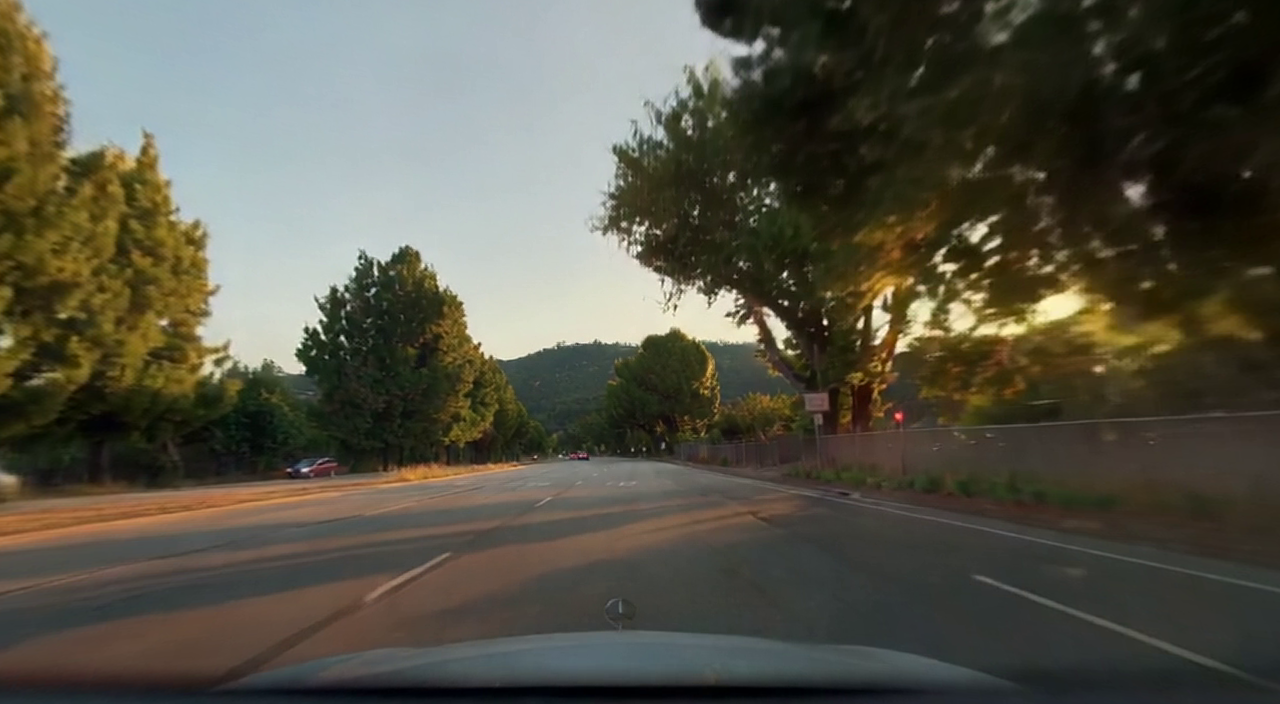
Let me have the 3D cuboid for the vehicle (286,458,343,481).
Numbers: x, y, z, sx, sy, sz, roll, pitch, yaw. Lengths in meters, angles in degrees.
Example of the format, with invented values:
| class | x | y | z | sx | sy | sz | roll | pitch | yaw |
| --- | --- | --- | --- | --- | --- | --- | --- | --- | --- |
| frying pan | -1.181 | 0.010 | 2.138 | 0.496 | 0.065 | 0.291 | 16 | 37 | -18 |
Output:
| class | x | y | z | sx | sy | sz | roll | pitch | yaw |
| --- | --- | --- | --- | --- | --- | --- | --- | --- | --- |
| vehicle | -24.384 | 8.798 | 47.340 | 1.914 | 1.500 | 4.462 | -1 | -9 | 0 |

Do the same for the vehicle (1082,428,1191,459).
| class | x | y | z | sx | sy | sz | roll | pitch | yaw |
| --- | --- | --- | --- | --- | --- | --- | --- | --- | --- |
| vehicle | 28.735 | 5.344 | 36.638 | 4.617 | 1.682 | 1.830 | -5 | -10 | 29 |

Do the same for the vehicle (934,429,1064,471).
| class | x | y | z | sx | sy | sz | roll | pitch | yaw |
| --- | --- | --- | --- | --- | --- | --- | --- | --- | --- |
| vehicle | 16.439 | 4.505 | 29.002 | 4.740 | 1.831 | 2.002 | 0 | -9 | 0 |
